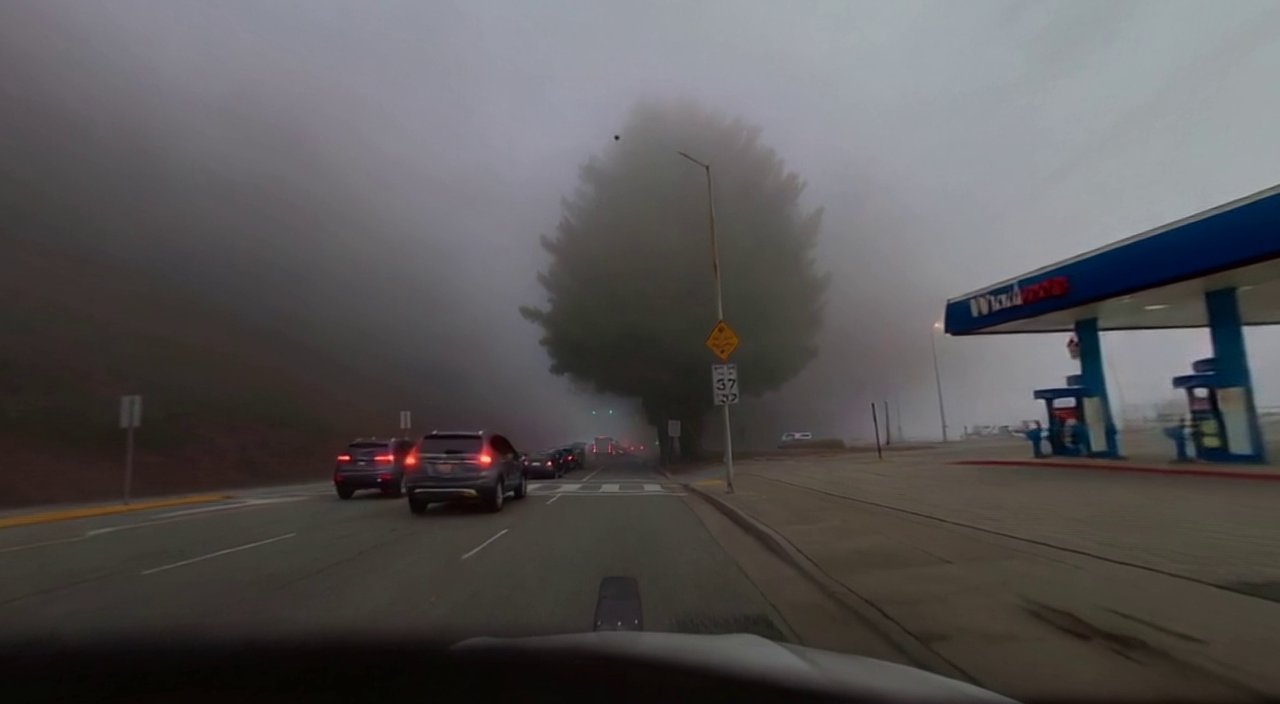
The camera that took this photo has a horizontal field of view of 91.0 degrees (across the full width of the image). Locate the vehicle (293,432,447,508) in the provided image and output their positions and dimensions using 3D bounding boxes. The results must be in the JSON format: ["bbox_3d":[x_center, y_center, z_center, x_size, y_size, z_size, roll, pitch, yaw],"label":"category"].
[{"bbox_3d":[-7.127,3.170,17.302,2.102,1.774,4.662,0,-9,0],"label":"vehicle"}]

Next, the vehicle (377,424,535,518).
[{"bbox_3d":[-4.011,2.710,14.715,2.306,1.815,4.476,0,-9,0],"label":"vehicle"}]

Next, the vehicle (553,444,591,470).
[{"bbox_3d":[-4.436,6.932,41.673,2.060,1.580,3.980,0,-9,1],"label":"vehicle"}]
